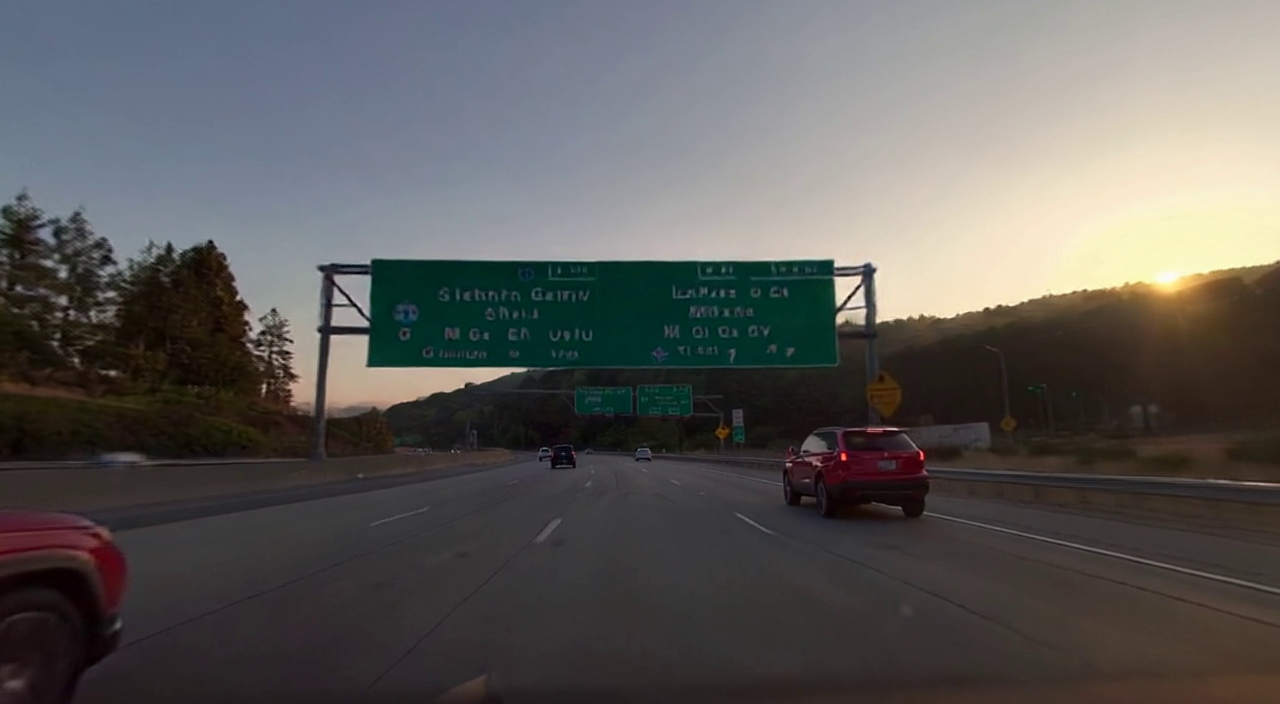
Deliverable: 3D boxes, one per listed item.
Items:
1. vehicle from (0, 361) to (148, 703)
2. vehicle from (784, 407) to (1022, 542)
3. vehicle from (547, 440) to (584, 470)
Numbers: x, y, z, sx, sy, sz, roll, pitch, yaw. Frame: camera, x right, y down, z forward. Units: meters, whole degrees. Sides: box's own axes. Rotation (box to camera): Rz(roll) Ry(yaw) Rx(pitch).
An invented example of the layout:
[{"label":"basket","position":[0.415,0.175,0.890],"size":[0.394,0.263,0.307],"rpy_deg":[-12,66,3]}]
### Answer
[{"label":"vehicle","position":[-3.998,0.702,1.310],"size":[2.213,1.766,4.598],"rpy_deg":[0,-9,0]},{"label":"vehicle","position":[4.318,2.121,11.495],"size":[2.103,1.903,4.837],"rpy_deg":[0,-9,-2]},{"label":"vehicle","position":[-5.724,8.001,49.173],"size":[2.537,2.121,5.251],"rpy_deg":[0,-9,-4]}]
